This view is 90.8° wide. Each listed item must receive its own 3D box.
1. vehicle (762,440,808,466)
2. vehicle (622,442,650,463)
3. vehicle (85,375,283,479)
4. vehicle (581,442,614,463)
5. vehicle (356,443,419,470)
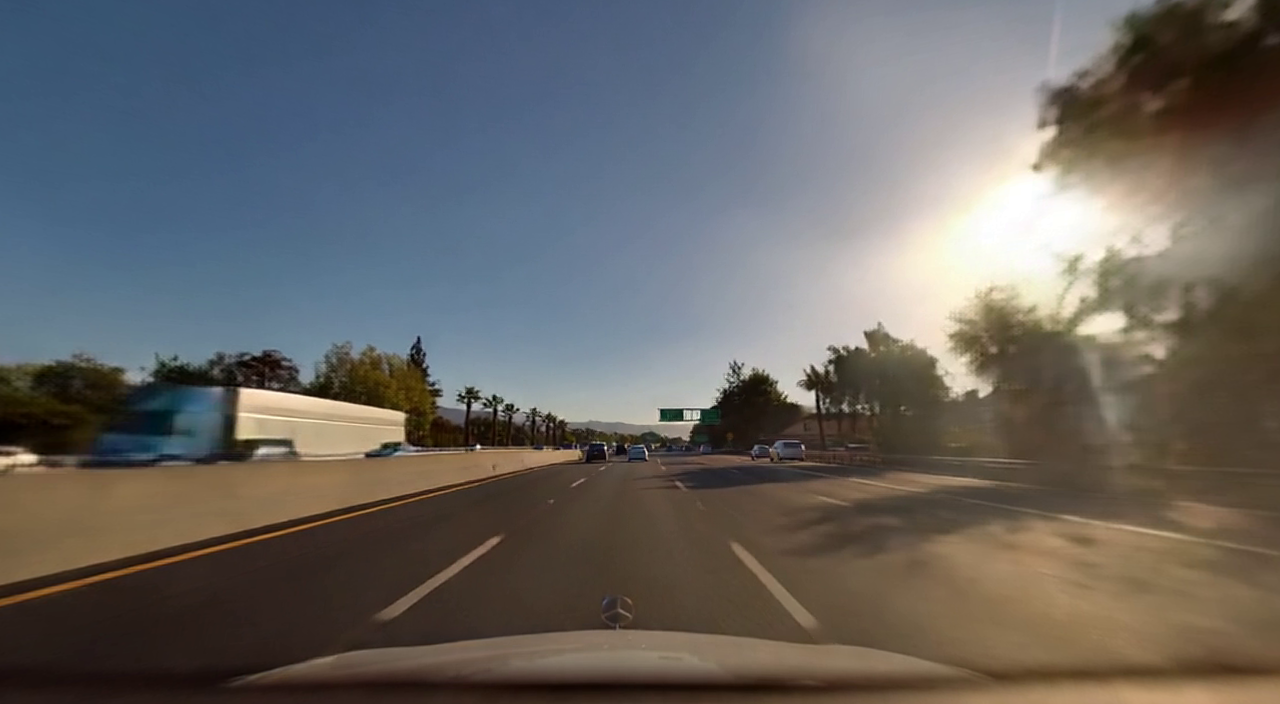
[{"bbox_3d":[10.085,7.023,44.250,2.130,1.703,4.572,0,-8,0],"label":"vehicle"},{"bbox_3d":[-0.280,7.592,47.945,1.977,1.513,3.546,0,-8,0],"label":"vehicle"},{"bbox_3d":[-19.428,3.358,27.656,3.488,3.967,6.591,0,-8,1],"label":"vehicle"},{"bbox_3d":[-3.230,7.769,48.972,2.154,1.530,4.519,0,-8,1],"label":"vehicle"},{"bbox_3d":[-15.195,6.269,38.266,1.971,1.513,4.347,0,-8,1],"label":"vehicle"}]
